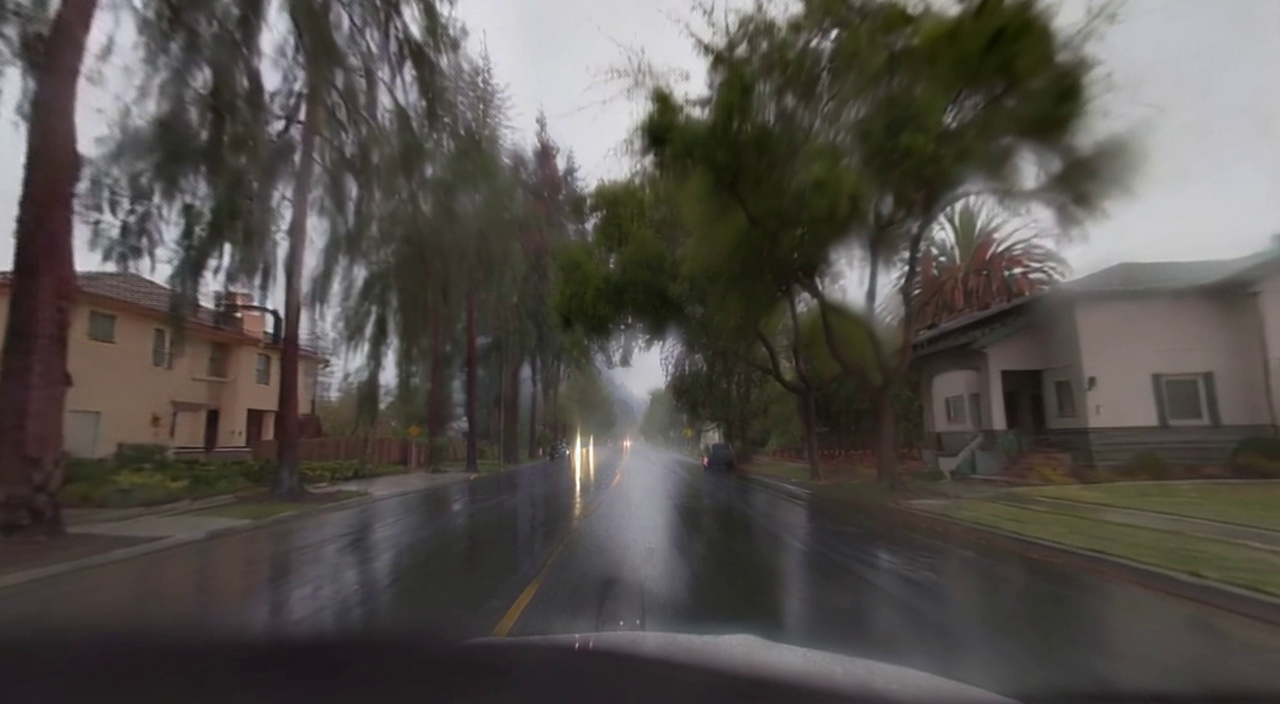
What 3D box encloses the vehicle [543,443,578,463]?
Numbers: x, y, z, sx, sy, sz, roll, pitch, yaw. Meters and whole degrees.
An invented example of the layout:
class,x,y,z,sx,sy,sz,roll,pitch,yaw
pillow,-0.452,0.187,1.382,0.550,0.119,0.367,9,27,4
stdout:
class,x,y,z,sx,sy,sz,roll,pitch,yaw
vehicle,-6.137,7.877,49.377,2.026,1.449,4.422,-1,-8,2
